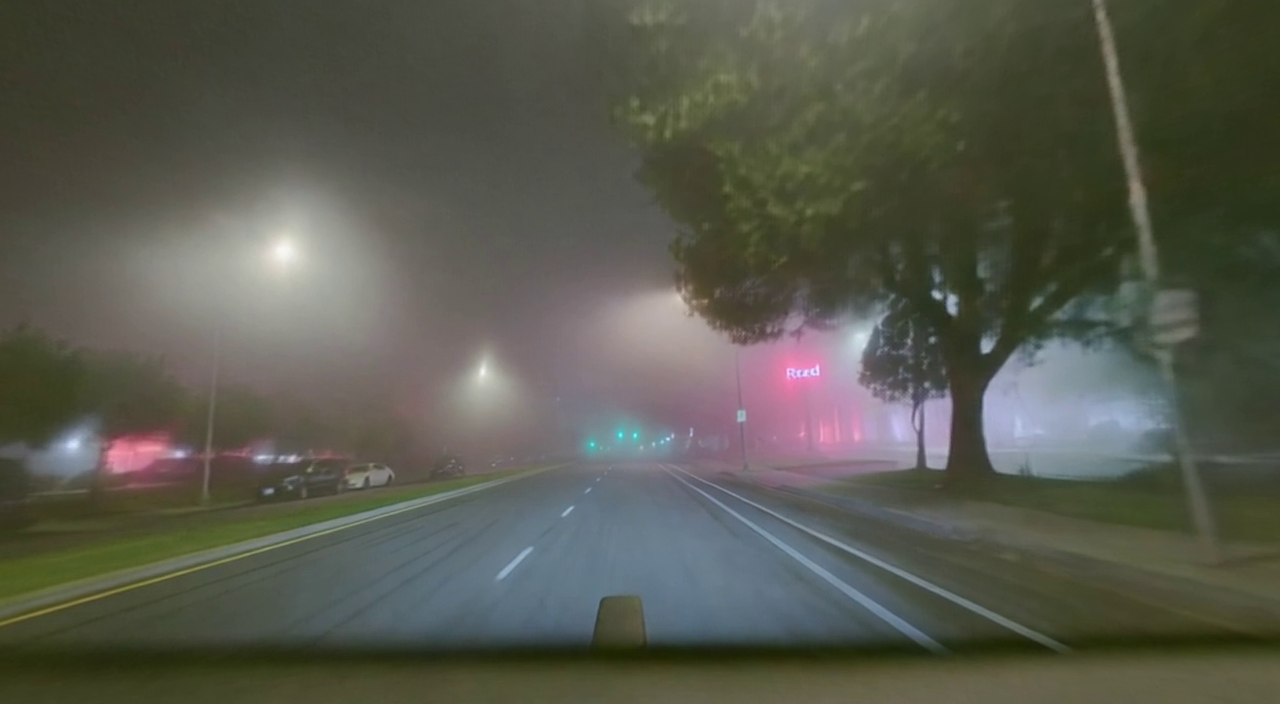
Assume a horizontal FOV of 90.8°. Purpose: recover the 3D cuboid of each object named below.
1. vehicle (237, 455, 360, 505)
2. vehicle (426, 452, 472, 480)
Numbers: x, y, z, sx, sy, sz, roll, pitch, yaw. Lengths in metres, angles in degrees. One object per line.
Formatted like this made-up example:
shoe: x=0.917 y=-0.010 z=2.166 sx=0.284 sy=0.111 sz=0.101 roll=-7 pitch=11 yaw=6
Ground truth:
vehicle: x=-12.494 y=4.668 z=23.562 sx=1.897 sy=1.564 sz=4.875 roll=0 pitch=-9 yaw=-1
vehicle: x=-12.842 y=7.658 z=42.619 sx=1.953 sy=1.558 sz=3.839 roll=-5 pitch=-8 yaw=-2
